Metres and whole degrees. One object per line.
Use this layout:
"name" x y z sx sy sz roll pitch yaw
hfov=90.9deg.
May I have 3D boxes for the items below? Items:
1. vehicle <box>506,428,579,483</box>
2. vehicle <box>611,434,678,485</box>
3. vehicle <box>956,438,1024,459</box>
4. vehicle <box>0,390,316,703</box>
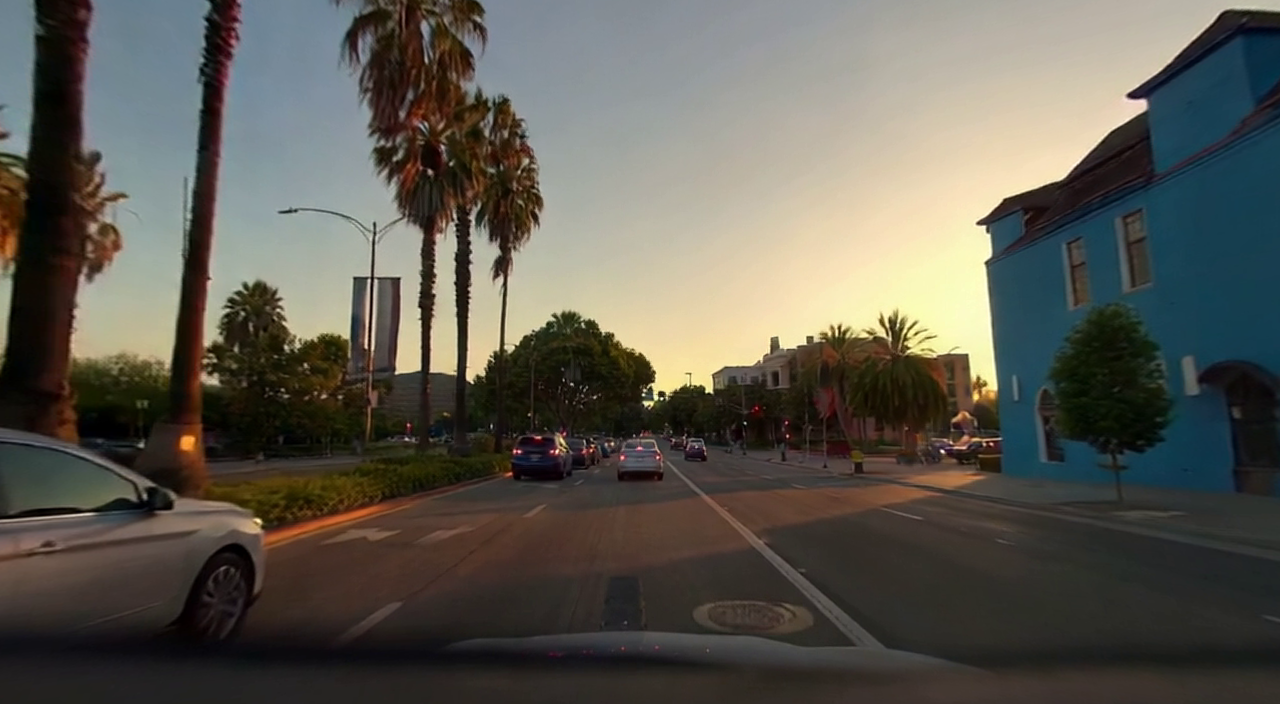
"vehicle" -3.308 3.616 22.163 1.914 1.741 4.398 0 -9 -1
"vehicle" 0.133 3.709 22.018 2.114 1.585 4.285 0 -9 0
"vehicle" 25.685 7.092 46.346 3.914 1.427 1.779 -2 -8 1
"vehicle" -3.573 0.948 2.710 1.875 1.526 4.542 0 -9 1
